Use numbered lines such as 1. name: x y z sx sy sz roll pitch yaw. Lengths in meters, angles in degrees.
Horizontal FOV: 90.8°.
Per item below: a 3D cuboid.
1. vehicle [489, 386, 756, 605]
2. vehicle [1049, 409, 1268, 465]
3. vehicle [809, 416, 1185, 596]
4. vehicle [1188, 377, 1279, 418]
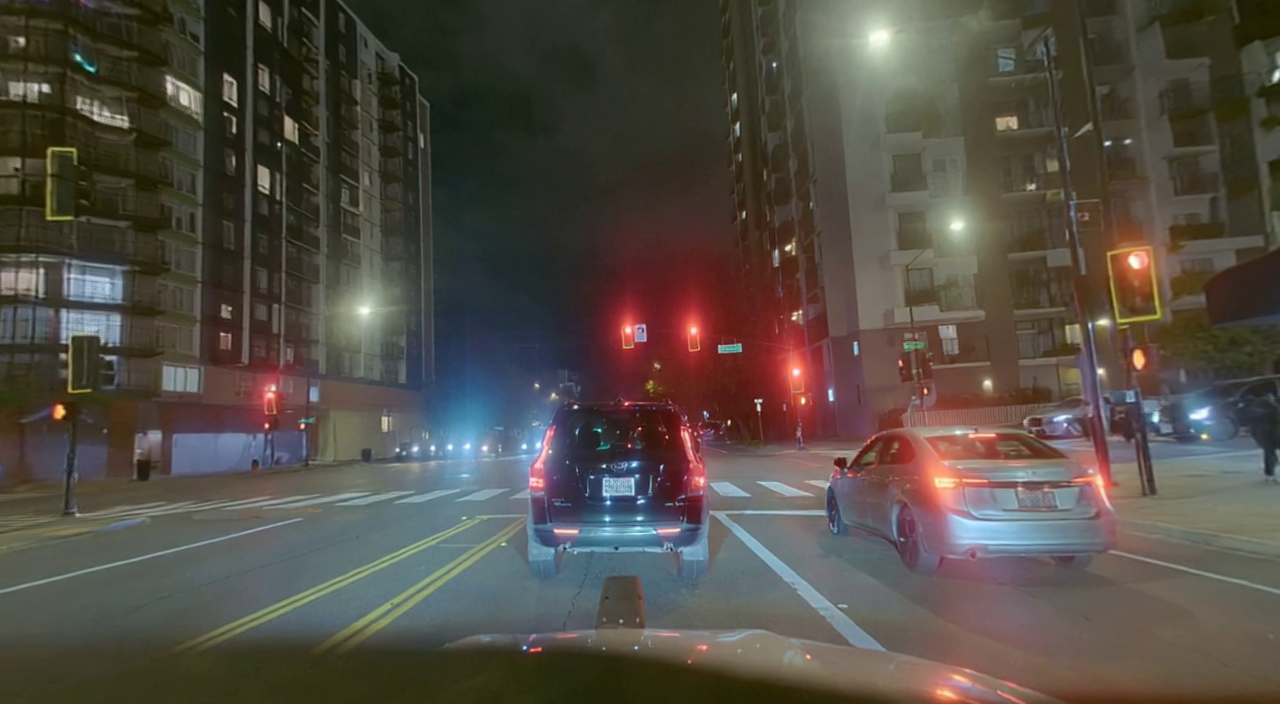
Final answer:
1. vehicle: -0.134 1.480 7.305 2.168 1.776 4.135 0 -8 0
2. vehicle: 14.267 2.378 17.605 4.354 1.466 1.863 -1 -8 2
3. vehicle: 3.688 1.662 7.755 1.987 1.538 4.510 0 -8 0
4. vehicle: 26.590 1.978 27.170 4.287 1.639 1.729 0 -8 1
